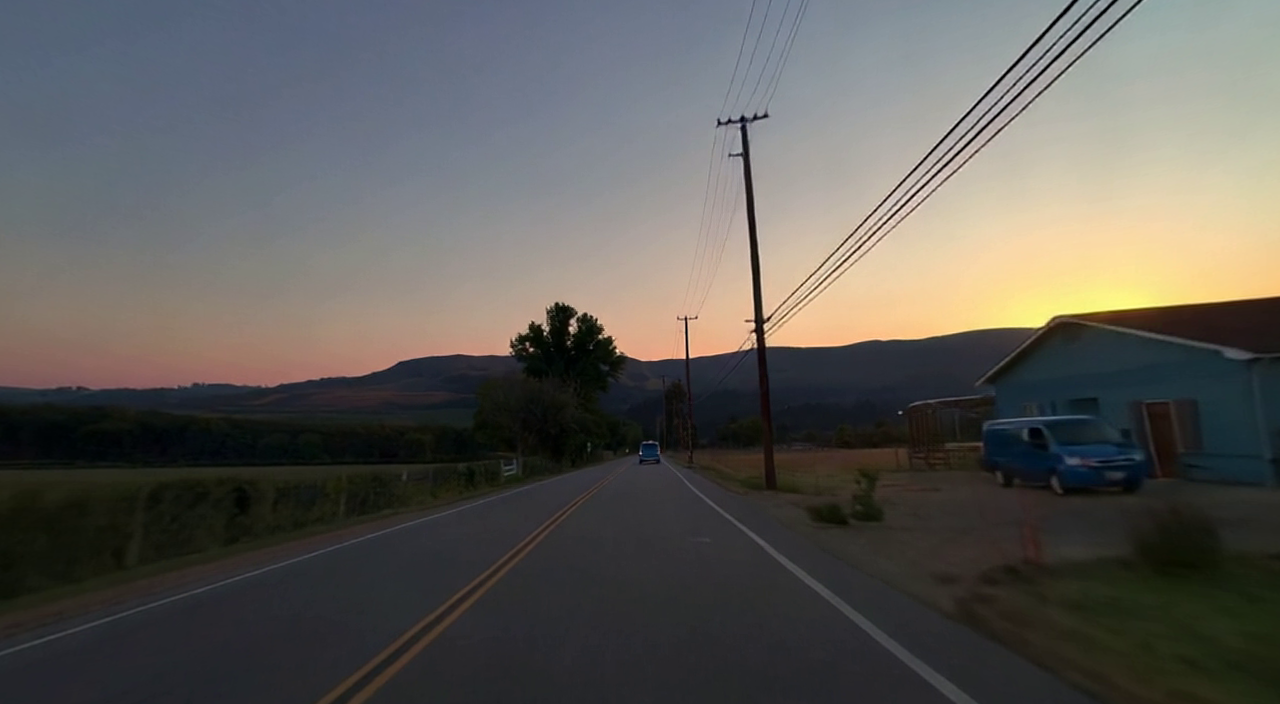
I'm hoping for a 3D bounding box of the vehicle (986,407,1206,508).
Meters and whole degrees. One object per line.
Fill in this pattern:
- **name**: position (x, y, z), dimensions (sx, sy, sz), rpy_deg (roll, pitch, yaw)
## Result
- **vehicle**: position (10.602, 2.487, 15.209), dimensions (2.077, 1.919, 4.690), rpy_deg (-4, -8, 6)
